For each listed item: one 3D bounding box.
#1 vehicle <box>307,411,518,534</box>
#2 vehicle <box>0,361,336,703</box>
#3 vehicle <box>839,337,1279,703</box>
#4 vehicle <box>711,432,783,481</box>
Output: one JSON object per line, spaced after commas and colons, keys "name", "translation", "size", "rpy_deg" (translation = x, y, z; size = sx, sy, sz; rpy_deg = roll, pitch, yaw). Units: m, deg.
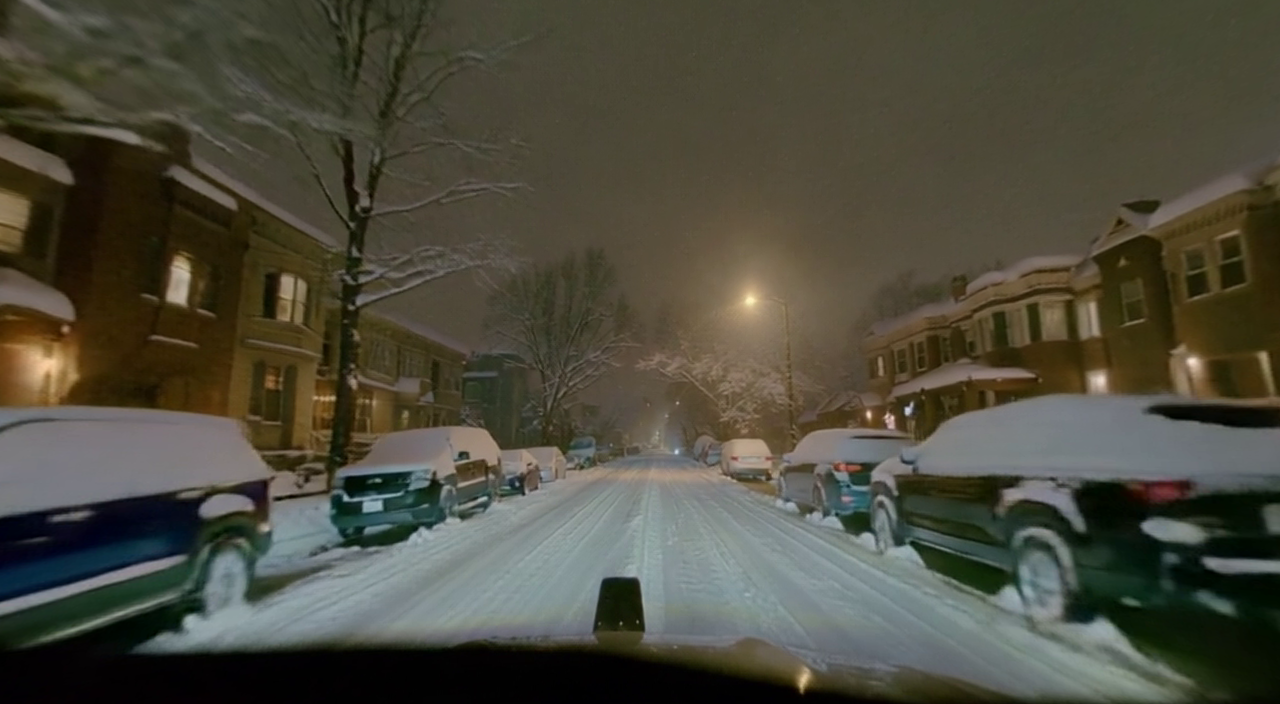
{"name": "vehicle", "translation": [-4.560, 2.529, 13.943], "size": [2.461, 2.145, 5.415], "rpy_deg": [0, -8, 2]}
{"name": "vehicle", "translation": [-4.677, 1.141, 4.108], "size": [2.683, 1.923, 5.421], "rpy_deg": [0, -8, 0]}
{"name": "vehicle", "translation": [3.926, 1.278, 6.113], "size": [1.995, 1.944, 5.400], "rpy_deg": [0, -8, -3]}
{"name": "vehicle", "translation": [4.474, 4.472, 27.282], "size": [2.306, 1.901, 4.908], "rpy_deg": [0, -8, 1]}
